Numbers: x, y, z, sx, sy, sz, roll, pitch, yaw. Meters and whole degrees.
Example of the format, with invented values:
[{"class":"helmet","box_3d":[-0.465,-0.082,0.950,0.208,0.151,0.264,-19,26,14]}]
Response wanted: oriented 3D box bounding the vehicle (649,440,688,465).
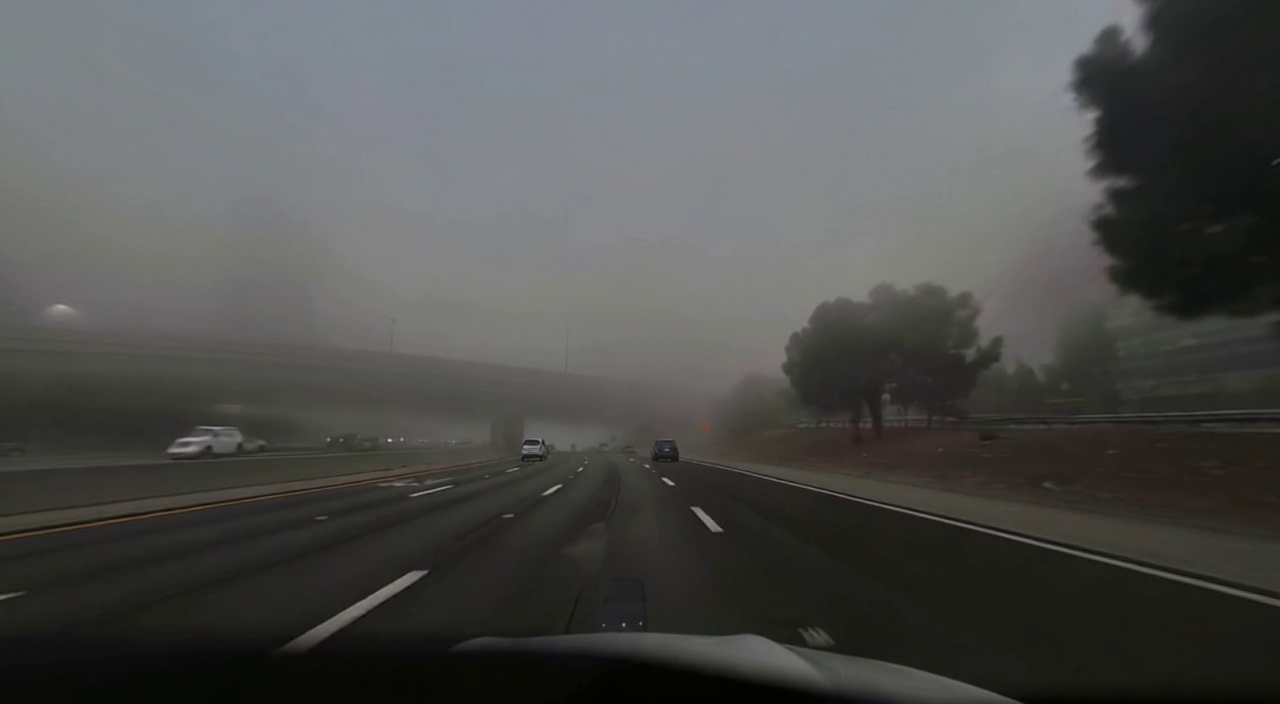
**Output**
[{"class":"vehicle","box_3d":[1.841,6.726,42.432,2.059,1.509,4.670,0,-8,-4]}]
